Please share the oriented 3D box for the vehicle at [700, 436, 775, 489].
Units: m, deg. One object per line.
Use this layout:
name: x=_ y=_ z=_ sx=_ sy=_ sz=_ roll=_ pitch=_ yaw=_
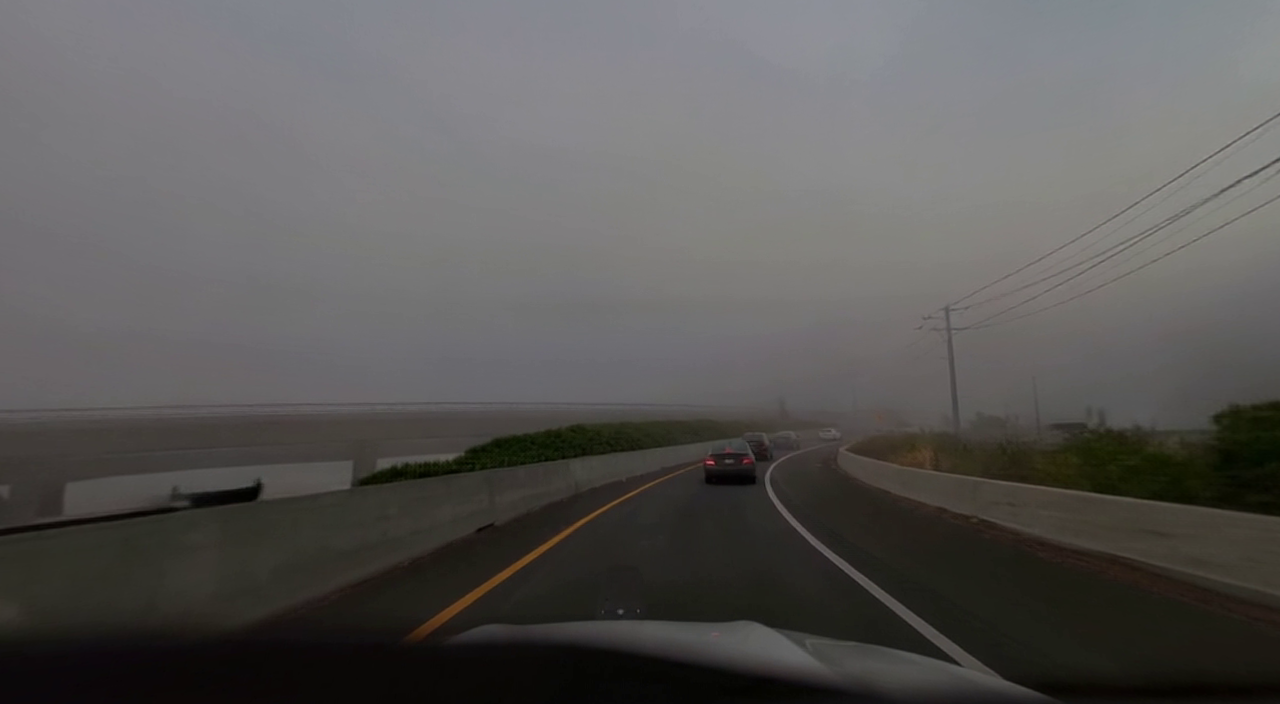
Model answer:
vehicle: x=3.128 y=3.497 z=20.251 sx=2.091 sy=1.482 sz=4.321 roll=-2 pitch=-9 yaw=9
